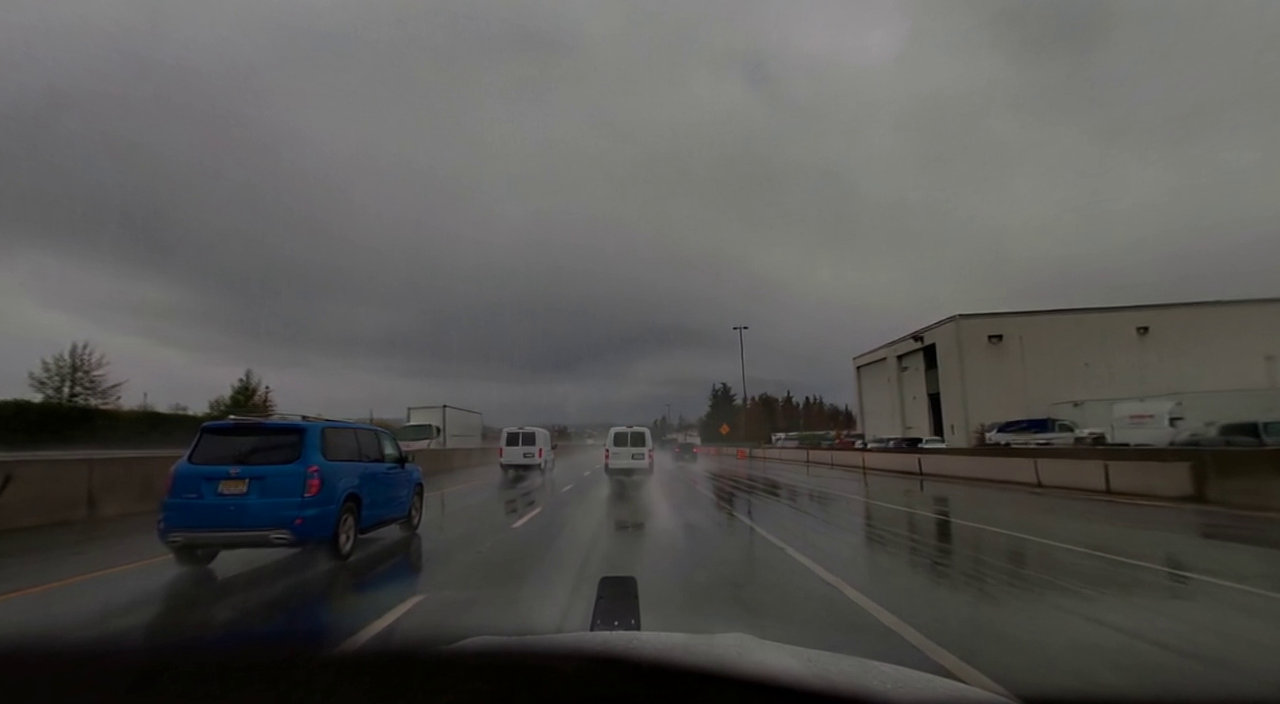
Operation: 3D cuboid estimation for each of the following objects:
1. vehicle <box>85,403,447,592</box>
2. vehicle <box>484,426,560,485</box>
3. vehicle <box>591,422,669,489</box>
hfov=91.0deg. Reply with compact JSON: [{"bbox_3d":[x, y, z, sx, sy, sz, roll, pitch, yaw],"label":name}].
[{"bbox_3d":[-4.110,1.640,8.018,1.972,1.703,4.333,0,-8,-1],"label":"vehicle"},{"bbox_3d":[-4.205,3.745,23.160,2.038,1.936,4.300,0,-8,-1],"label":"vehicle"},{"bbox_3d":[-0.345,3.366,20.748,2.304,1.925,4.282,0,-8,-1],"label":"vehicle"}]
